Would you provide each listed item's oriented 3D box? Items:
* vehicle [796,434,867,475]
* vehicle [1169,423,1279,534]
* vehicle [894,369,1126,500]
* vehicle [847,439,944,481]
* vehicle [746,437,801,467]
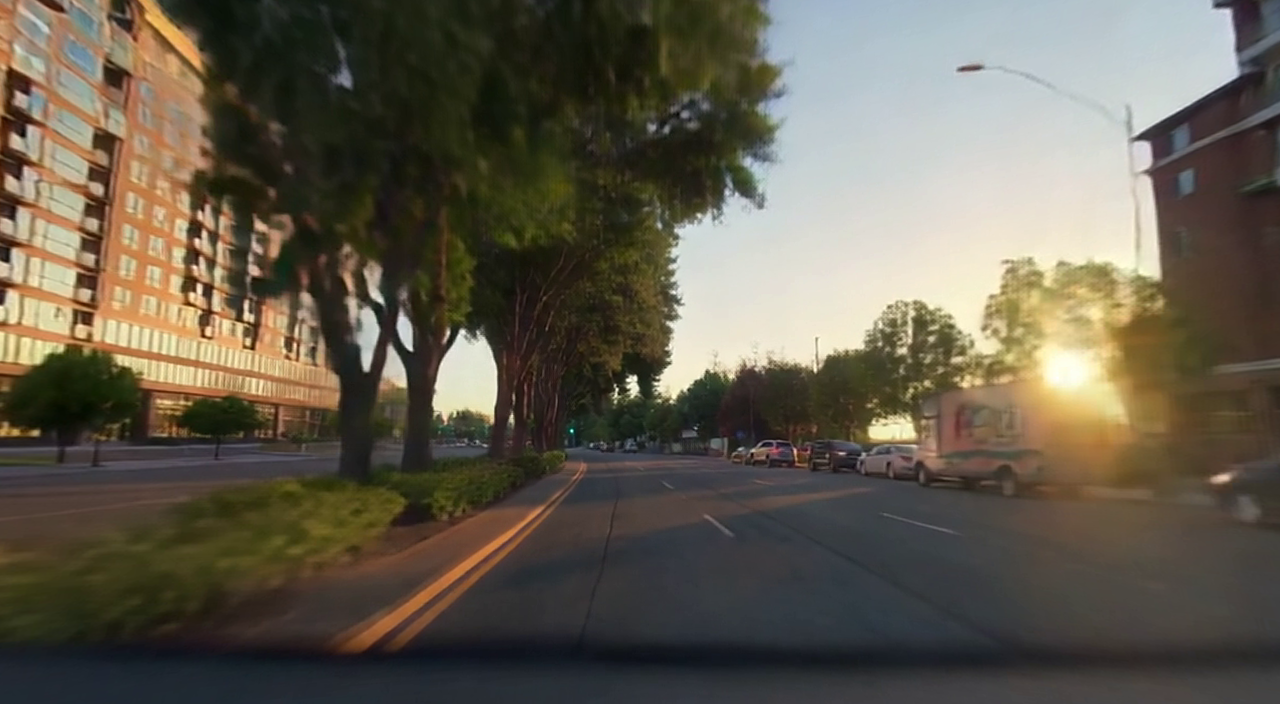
[{"bbox_3d":[9.912,5.316,33.024,1.916,1.889,4.675,4,-9,-5],"label":"vehicle"},{"bbox_3d":[10.975,1.835,8.940,2.050,1.699,5.584,0,-8,-1],"label":"vehicle"},{"bbox_3d":[10.585,2.524,19.104,2.853,3.253,6.441,0,-8,-2],"label":"vehicle"},{"bbox_3d":[10.271,4.367,25.814,1.885,1.545,4.377,1,-9,-4],"label":"vehicle"},{"bbox_3d":[8.813,6.658,42.200,2.211,1.831,5.275,1,-9,-4],"label":"vehicle"}]
